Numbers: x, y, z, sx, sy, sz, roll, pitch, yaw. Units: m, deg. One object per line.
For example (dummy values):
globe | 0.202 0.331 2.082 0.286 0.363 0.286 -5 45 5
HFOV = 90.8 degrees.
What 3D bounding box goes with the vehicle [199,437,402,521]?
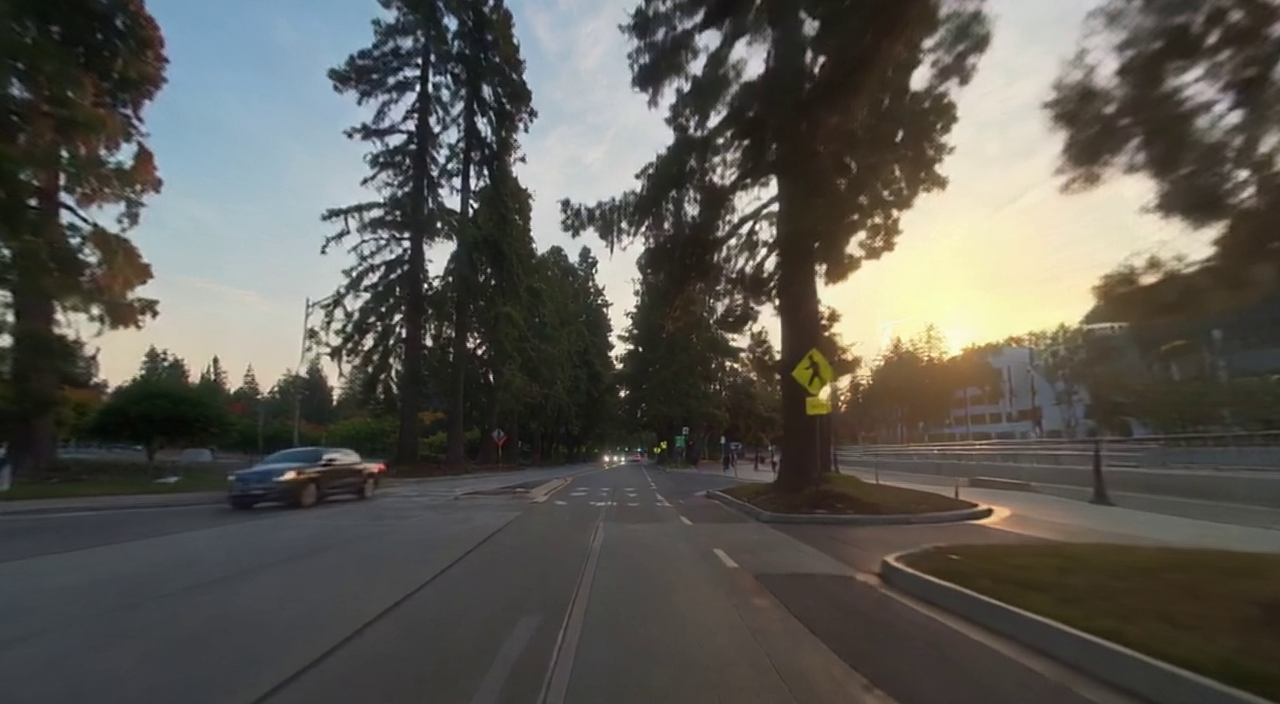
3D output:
vehicle | -7.874 2.971 15.372 2.036 1.686 4.780 -1 -9 4
